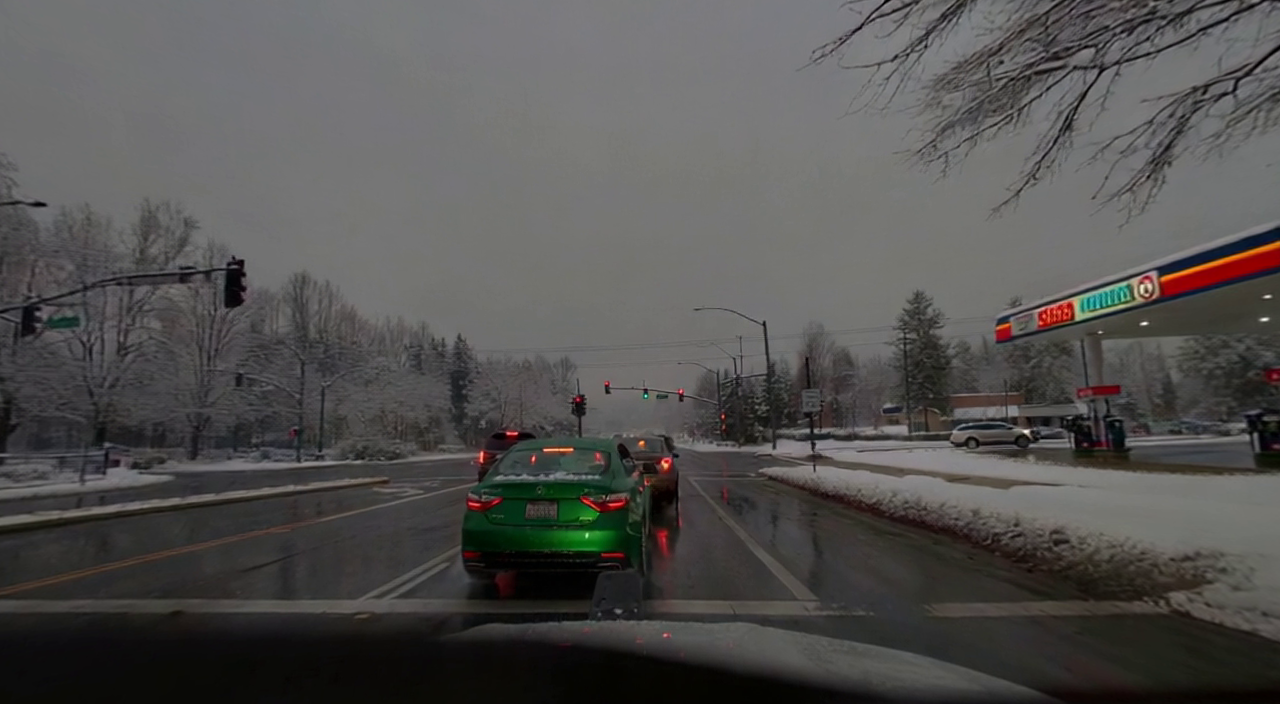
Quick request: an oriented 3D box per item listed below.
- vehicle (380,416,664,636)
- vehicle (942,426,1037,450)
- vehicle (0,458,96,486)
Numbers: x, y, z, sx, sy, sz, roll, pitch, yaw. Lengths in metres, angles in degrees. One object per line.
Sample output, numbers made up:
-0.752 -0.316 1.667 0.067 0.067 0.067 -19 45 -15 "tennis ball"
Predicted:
-0.752 1.541 6.709 1.916 1.510 4.447 -1 -8 3 "vehicle"
22.428 5.531 40.639 4.874 1.502 2.048 0 -8 -1 "vehicle"
-35.122 6.990 37.079 1.796 1.440 4.802 -1 -8 4 "vehicle"
